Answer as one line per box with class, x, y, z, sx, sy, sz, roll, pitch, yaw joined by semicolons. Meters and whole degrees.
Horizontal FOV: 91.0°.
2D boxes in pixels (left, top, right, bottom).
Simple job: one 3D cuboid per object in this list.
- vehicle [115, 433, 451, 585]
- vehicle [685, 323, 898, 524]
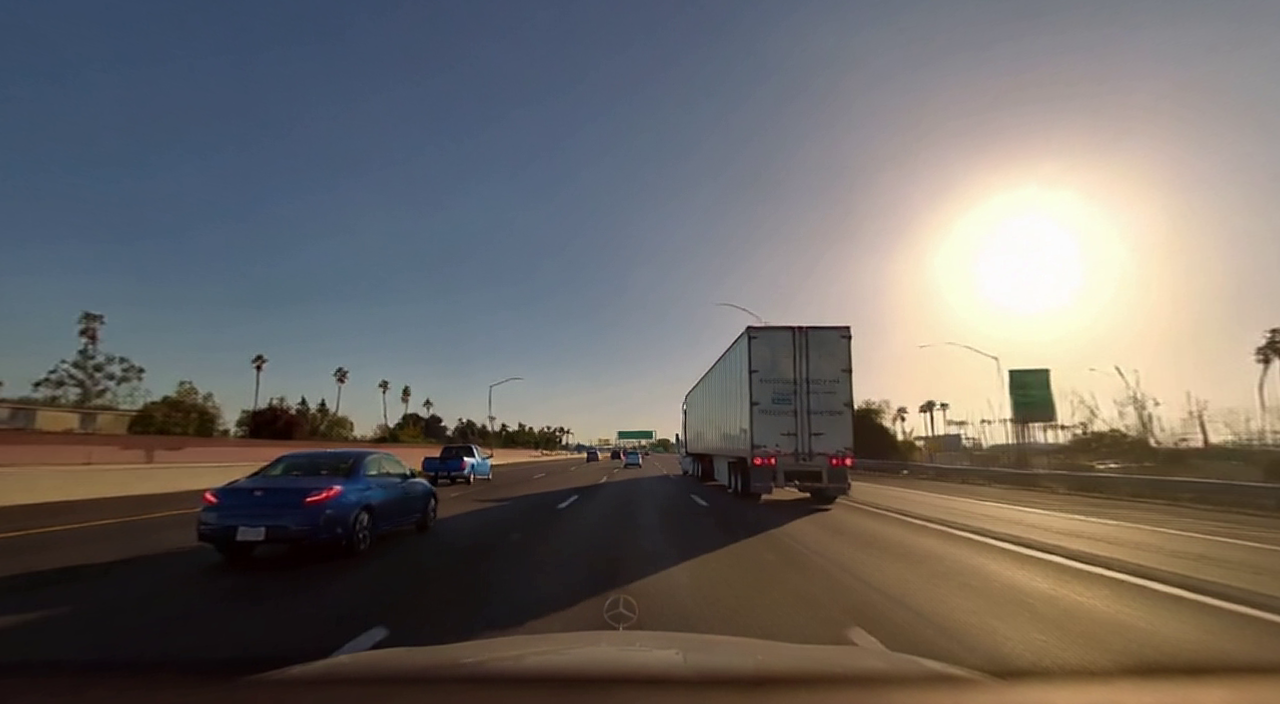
vehicle;-4.289;1.922;8.572;2.120;1.537;4.139;0;-9;0
vehicle;3.664;2.651;21.124;2.891;4.123;16.415;0;-9;-1
